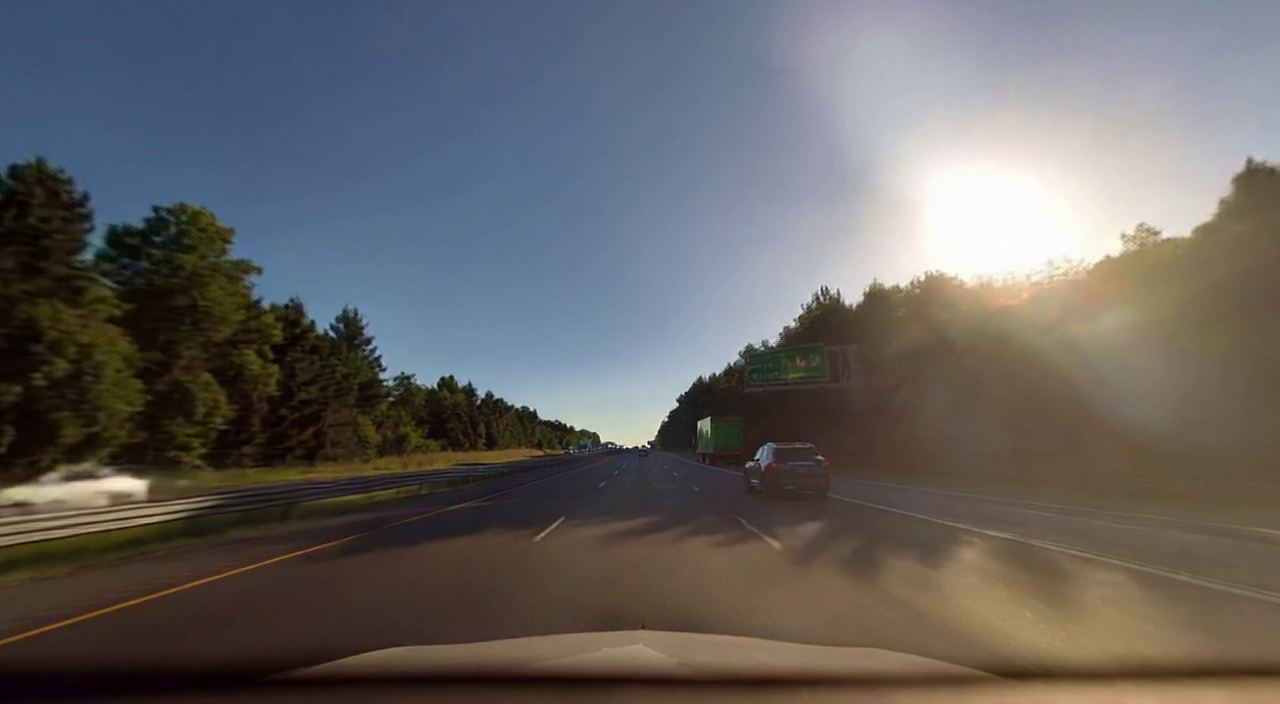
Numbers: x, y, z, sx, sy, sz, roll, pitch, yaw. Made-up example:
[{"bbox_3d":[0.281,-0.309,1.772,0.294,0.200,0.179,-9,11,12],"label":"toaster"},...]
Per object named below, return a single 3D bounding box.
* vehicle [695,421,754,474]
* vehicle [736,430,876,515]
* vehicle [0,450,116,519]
[{"bbox_3d":[4.351,5.071,33.477,2.300,2.564,5.643,0,-9,-1],"label":"vehicle"},{"bbox_3d":[3.497,2.628,14.159,2.019,1.601,3.953,0,-9,0],"label":"vehicle"},{"bbox_3d":[-15.075,3.032,14.616,1.844,1.502,4.706,0,-9,-1],"label":"vehicle"}]
